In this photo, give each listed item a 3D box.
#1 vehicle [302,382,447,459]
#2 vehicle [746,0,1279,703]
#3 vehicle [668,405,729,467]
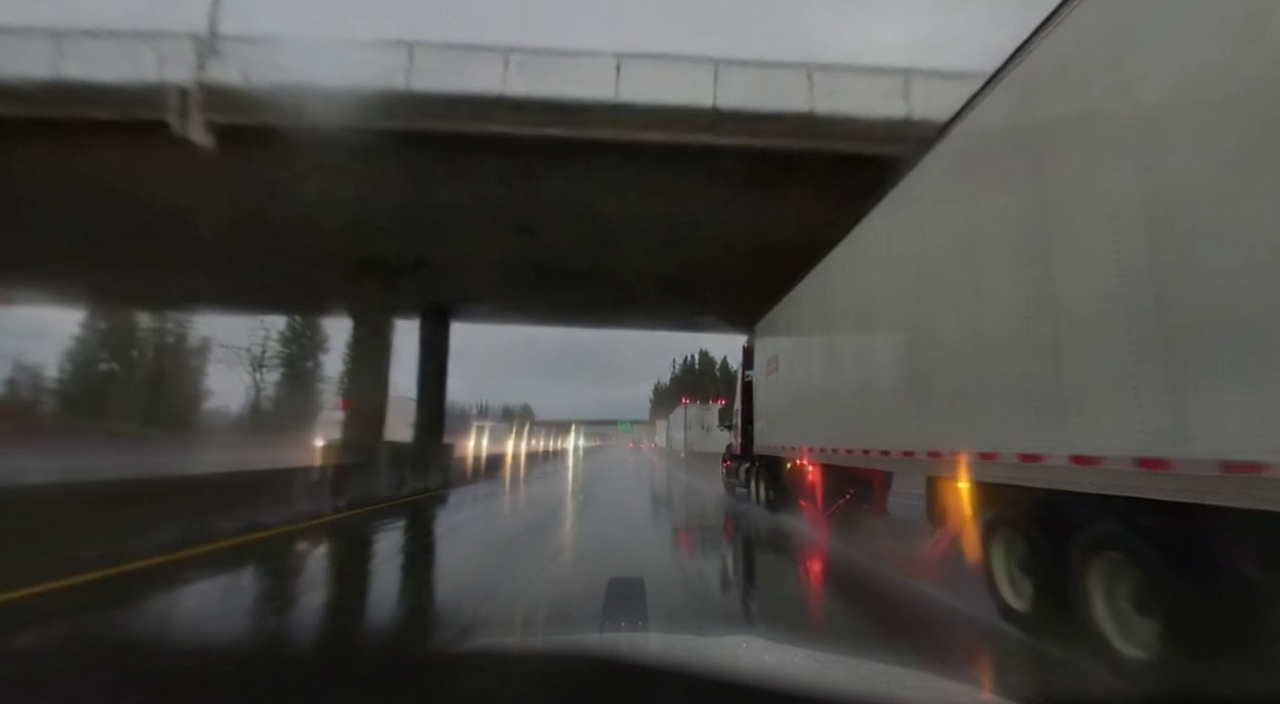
[{"bbox_3d":[-15.913,4.617,39.758,2.918,3.945,14.545,0,-9,0],"label":"vehicle"},{"bbox_3d":[4.019,0.463,7.825,2.922,3.987,14.038,0,-9,0],"label":"vehicle"},{"bbox_3d":[4.116,6.563,48.211,2.881,3.995,14.382,0,-9,-2],"label":"vehicle"}]
